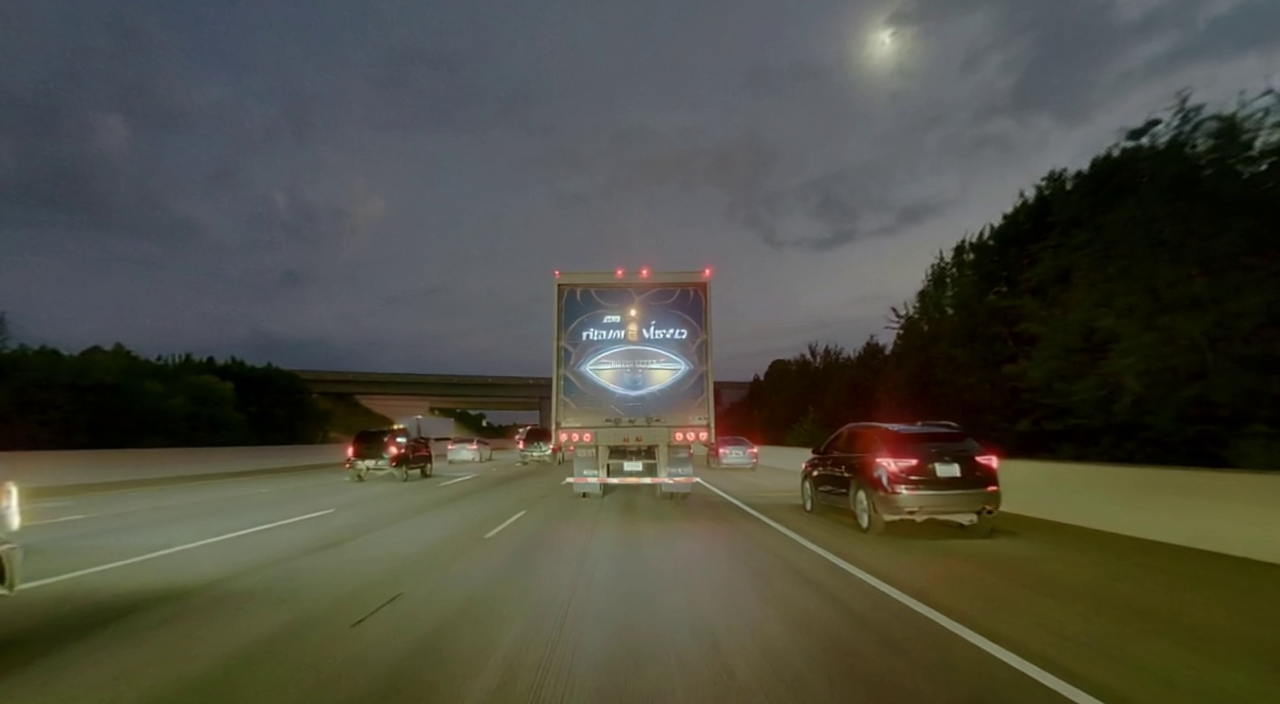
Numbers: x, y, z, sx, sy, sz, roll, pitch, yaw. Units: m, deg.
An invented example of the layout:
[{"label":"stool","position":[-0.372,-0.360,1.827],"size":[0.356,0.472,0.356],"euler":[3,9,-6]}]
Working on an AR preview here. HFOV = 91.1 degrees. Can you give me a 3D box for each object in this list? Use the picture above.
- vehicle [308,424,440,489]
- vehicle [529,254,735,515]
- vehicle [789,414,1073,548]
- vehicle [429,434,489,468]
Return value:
[{"label":"vehicle","position":[-7.844,3.105,19.128],"size":[2.057,1.698,4.550],"euler":[0,-8,-1]},{"label":"vehicle","position":[-0.225,1.085,14.038],"size":[2.911,3.787,9.905],"euler":[0,-8,-1]},{"label":"vehicle","position":[3.910,1.792,9.573],"size":[2.003,1.519,4.580],"euler":[0,-8,-2]},{"label":"vehicle","position":[-8.594,4.710,30.147],"size":[1.845,1.488,3.656],"euler":[0,-8,-1]}]
